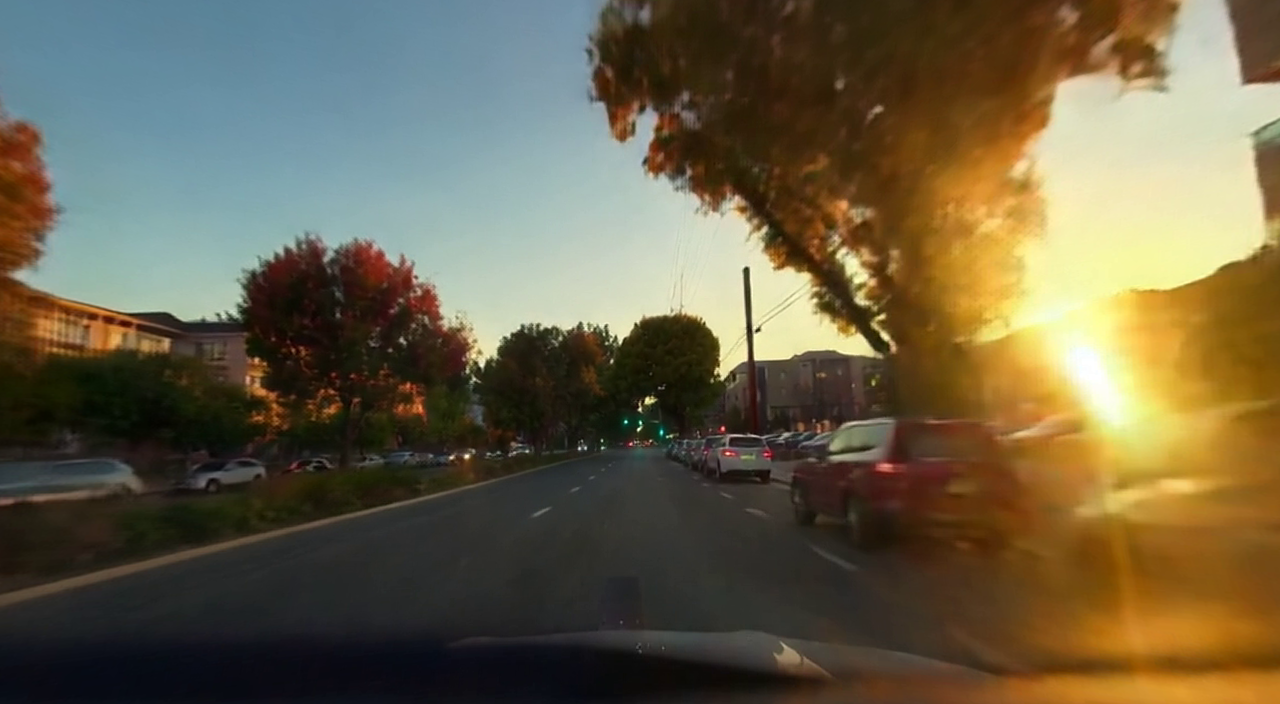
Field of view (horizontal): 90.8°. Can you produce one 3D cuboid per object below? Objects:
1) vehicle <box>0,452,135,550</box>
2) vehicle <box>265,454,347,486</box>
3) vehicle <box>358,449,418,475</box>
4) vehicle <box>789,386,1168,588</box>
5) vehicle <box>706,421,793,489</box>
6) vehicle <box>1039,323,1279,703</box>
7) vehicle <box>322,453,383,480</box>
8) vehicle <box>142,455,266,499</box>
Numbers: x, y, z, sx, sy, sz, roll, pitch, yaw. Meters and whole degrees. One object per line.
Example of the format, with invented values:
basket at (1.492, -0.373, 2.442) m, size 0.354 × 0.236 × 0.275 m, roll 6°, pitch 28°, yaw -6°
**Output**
vehicle at (-11.176, 2.424, 10.334) m, size 1.982 × 1.515 × 4.648 m, roll 0°, pitch -8°, yaw 0°
vehicle at (-17.894, 6.331, 34.100) m, size 1.932 × 1.510 × 4.685 m, roll 0°, pitch -8°, yaw -1°
vehicle at (-18.118, 7.908, 45.724) m, size 2.037 × 1.694 × 5.511 m, roll 0°, pitch -8°, yaw 0°
vehicle at (3.532, 1.523, 7.992) m, size 2.012 × 1.748 × 4.849 m, roll 0°, pitch -8°, yaw -1°
vehicle at (3.375, 3.288, 20.417) m, size 1.935 × 1.920 × 4.397 m, roll 0°, pitch -8°, yaw -1°
vehicle at (3.528, 0.641, 1.579) m, size 1.975 × 1.762 × 4.607 m, roll 0°, pitch -8°, yaw -1°
vehicle at (-17.909, 7.127, 39.618) m, size 1.780 × 1.463 × 4.573 m, roll 0°, pitch -8°, yaw -2°
vehicle at (-17.934, 5.133, 26.317) m, size 1.826 × 1.544 × 4.680 m, roll 0°, pitch -8°, yaw 0°
